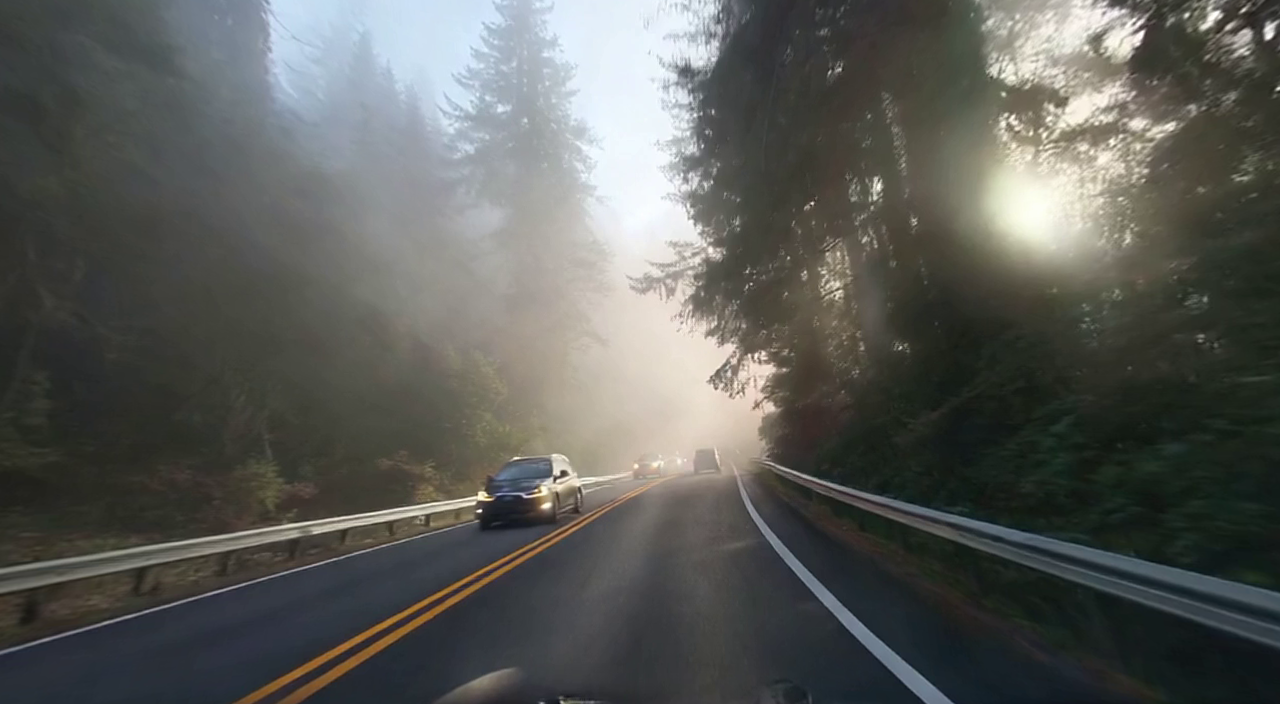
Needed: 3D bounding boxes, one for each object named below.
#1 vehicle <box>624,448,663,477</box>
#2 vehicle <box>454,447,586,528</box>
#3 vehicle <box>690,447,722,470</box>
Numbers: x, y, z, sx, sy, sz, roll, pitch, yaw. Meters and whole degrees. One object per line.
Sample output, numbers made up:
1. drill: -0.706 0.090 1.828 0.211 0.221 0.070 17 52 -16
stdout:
1. vehicle: 0.328 7.697 44.185 2.170 1.872 4.643 -1 -8 7
2. vehicle: -2.935 3.401 16.563 2.214 1.782 4.289 0 -9 6
3. vehicle: 4.603 7.355 43.879 2.120 1.491 4.349 0 -9 6
